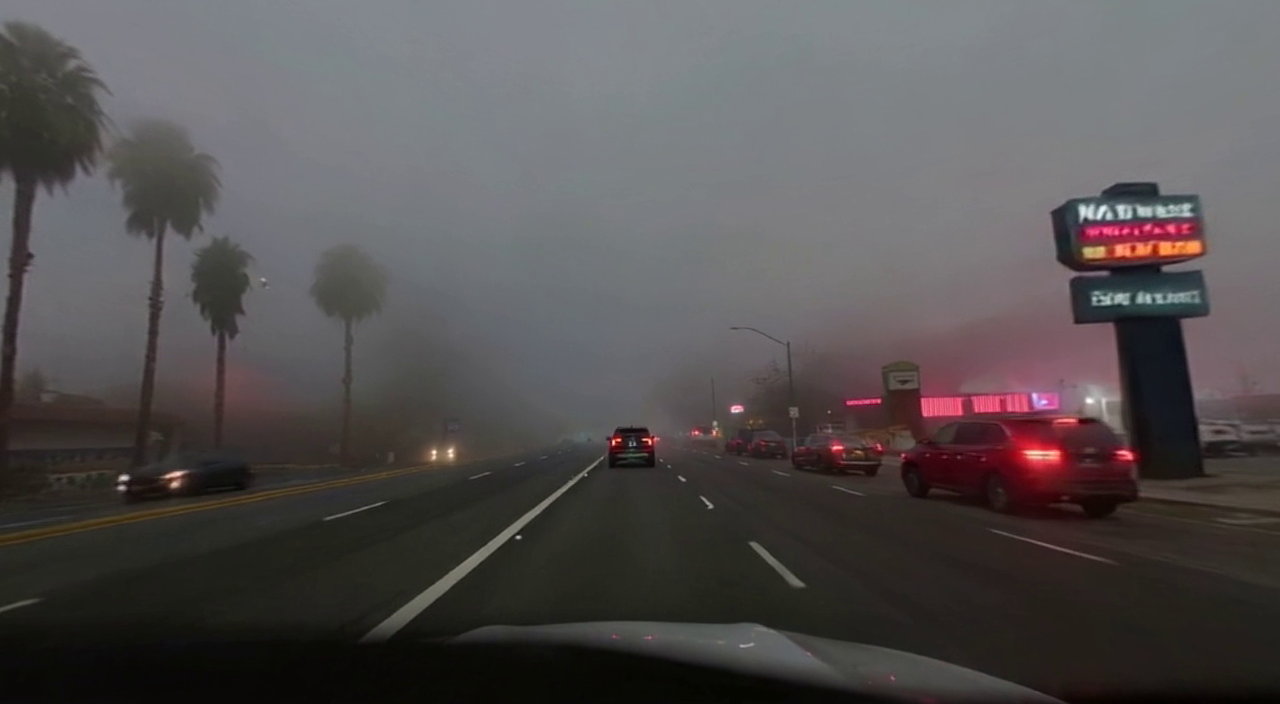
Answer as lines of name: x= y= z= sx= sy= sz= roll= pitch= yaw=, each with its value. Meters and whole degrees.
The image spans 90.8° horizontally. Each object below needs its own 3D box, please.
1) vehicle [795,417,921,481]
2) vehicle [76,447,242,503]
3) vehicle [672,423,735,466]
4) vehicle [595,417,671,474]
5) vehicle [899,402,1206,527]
vehicle: x=6.417 y=2.946 z=19.305 sx=2.001 sy=1.692 sz=4.800 roll=0 pitch=-8 yaw=-2
vehicle: x=-14.729 y=3.742 z=19.731 sx=1.875 sy=1.513 sz=4.260 roll=0 pitch=-8 yaw=-1
vehicle: x=2.784 y=4.203 z=28.762 sx=2.187 sy=1.777 sz=4.444 roll=0 pitch=-8 yaw=-2
vehicle: x=-0.277 y=3.377 z=22.762 sx=2.428 sy=1.816 sz=4.959 roll=0 pitch=-8 yaw=-1
vehicle: x=6.510 y=1.849 z=10.834 sx=2.100 sy=1.675 sz=4.536 roll=0 pitch=-8 yaw=-1
